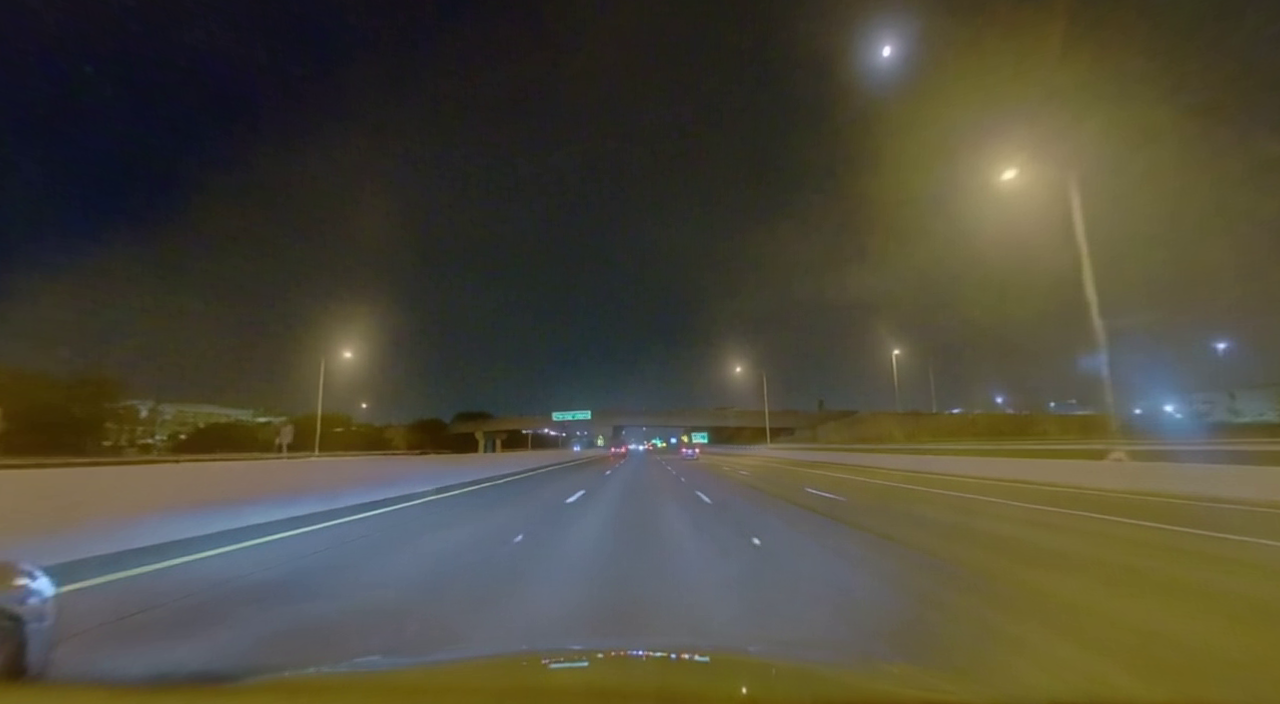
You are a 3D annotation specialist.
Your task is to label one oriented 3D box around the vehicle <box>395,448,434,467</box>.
[{"bbox_3d":[-17.653,8.244,49.468,1.652,1.388,3.530,-1,-9,2],"label":"vehicle"}]
